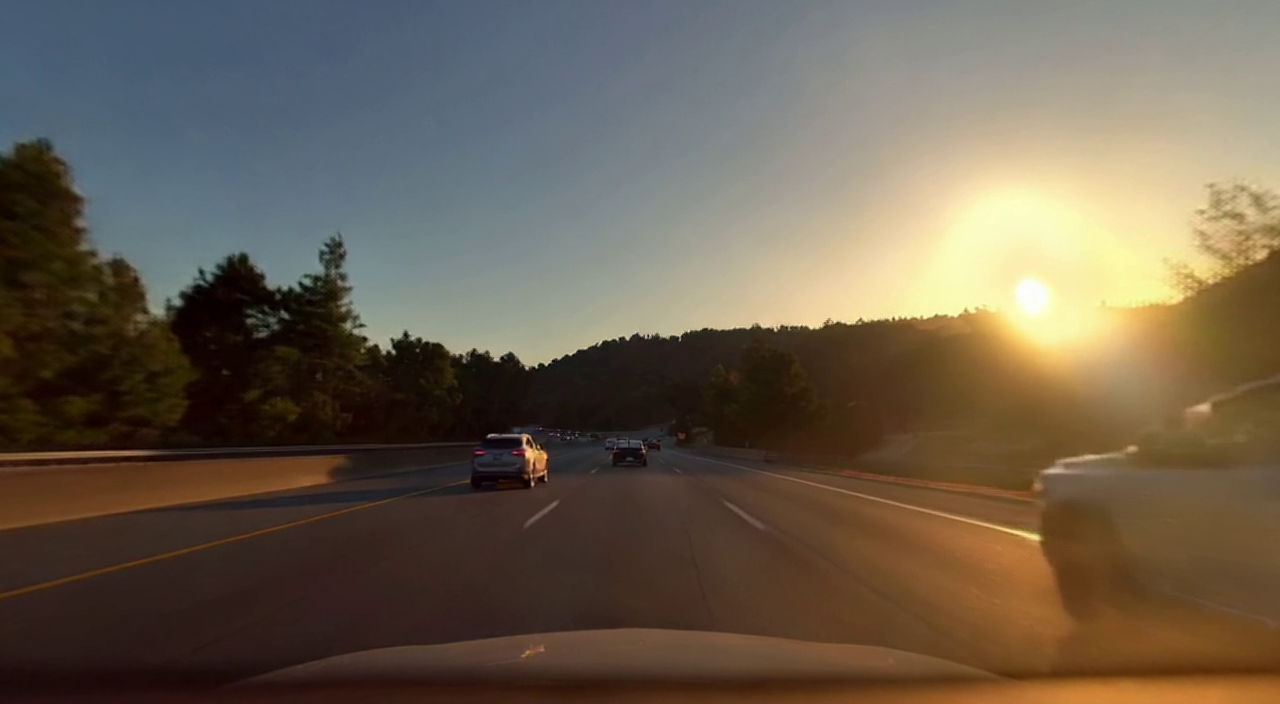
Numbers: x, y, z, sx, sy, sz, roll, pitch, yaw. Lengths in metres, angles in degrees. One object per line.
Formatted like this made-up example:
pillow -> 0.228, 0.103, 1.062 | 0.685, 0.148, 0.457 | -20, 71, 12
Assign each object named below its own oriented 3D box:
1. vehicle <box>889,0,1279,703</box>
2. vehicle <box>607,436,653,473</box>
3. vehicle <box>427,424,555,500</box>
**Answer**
vehicle -> 4.015, -0.276, 2.628 | 3.030, 4.048, 6.650 | 0, -8, -1
vehicle -> -0.464, 4.790, 29.614 | 2.048, 1.563, 4.087 | 0, -8, -1
vehicle -> -3.722, 2.848, 16.706 | 2.264, 1.699, 4.648 | -1, -8, 0
